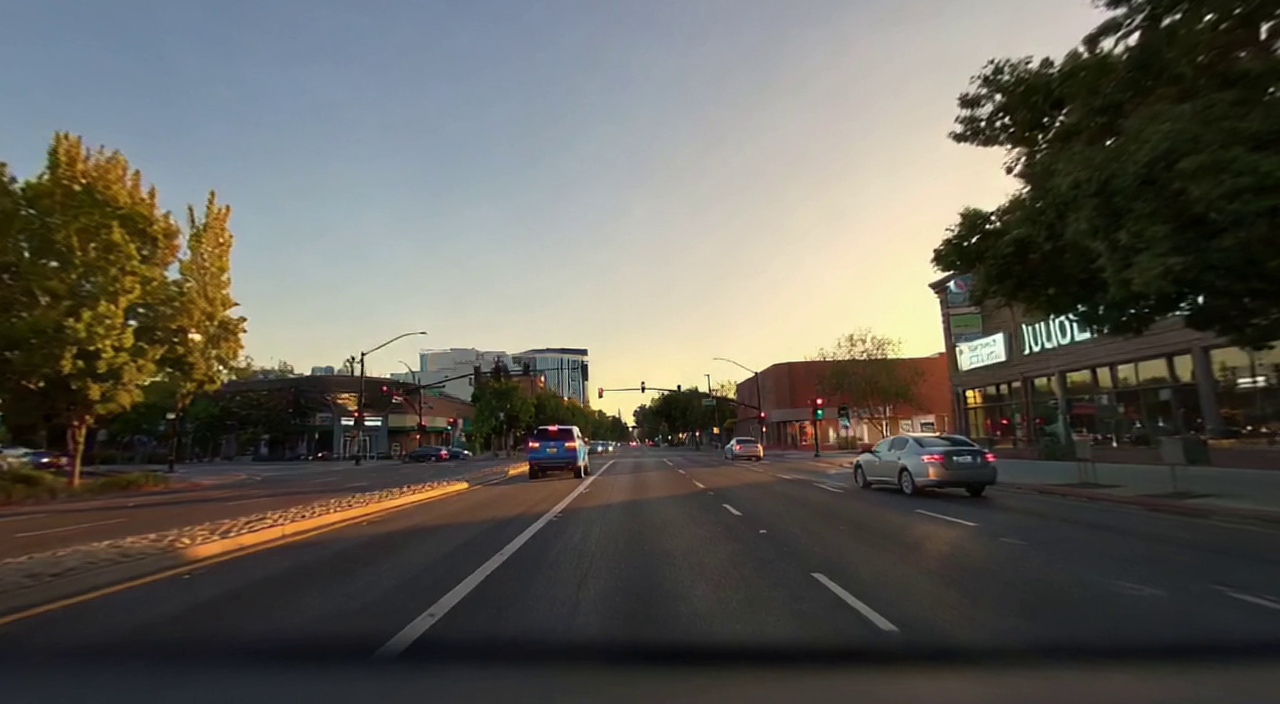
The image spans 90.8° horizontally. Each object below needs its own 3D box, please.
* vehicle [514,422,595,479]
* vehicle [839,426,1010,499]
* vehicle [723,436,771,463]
[{"bbox_3d":[-3.047,3.669,23.670,2.313,1.883,5.016,0,-8,0],"label":"vehicle"},{"bbox_3d":[6.797,2.702,15.852,2.014,1.539,4.852,0,-8,0],"label":"vehicle"},{"bbox_3d":[6.419,5.896,38.372,1.972,1.476,4.775,0,-8,-2],"label":"vehicle"}]
